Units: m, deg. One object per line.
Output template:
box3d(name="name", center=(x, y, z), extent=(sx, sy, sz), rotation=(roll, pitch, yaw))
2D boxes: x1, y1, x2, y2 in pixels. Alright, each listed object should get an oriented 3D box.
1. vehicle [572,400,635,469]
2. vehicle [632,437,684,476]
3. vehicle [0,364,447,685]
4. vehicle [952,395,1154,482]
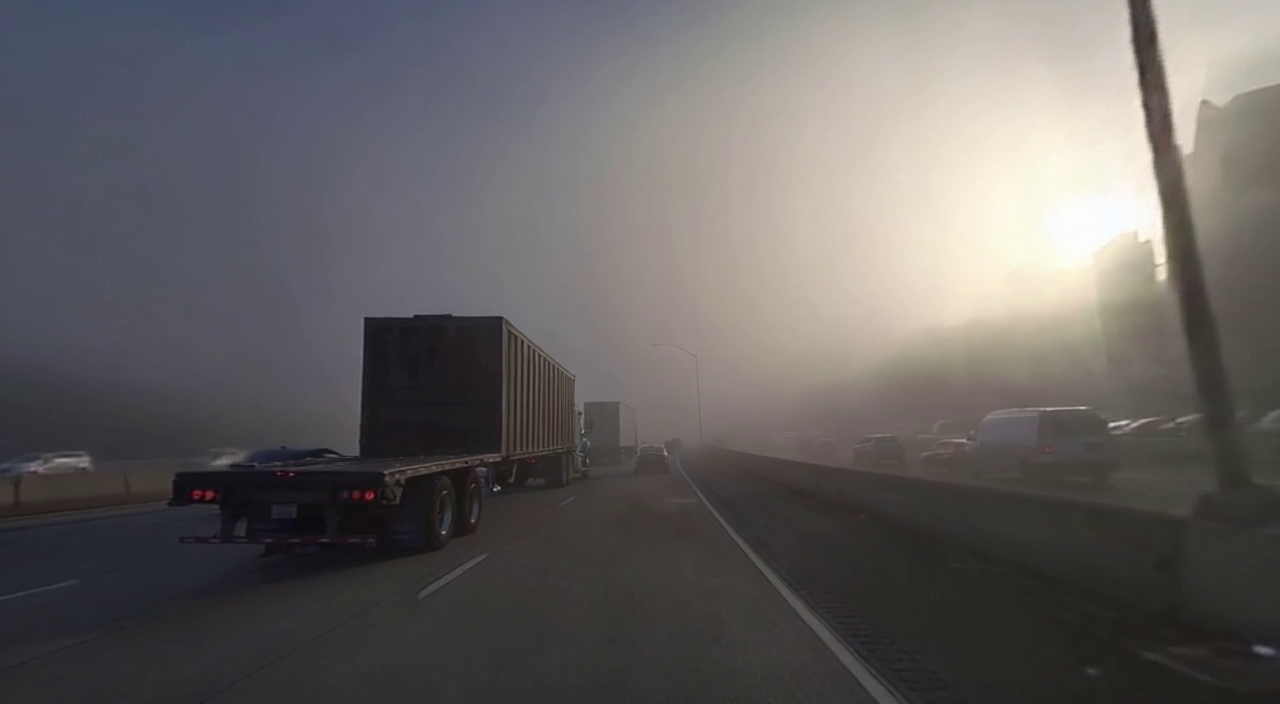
box3d(name="vehicle", center=(-2.114, 5.412, 40.788), extent=(3.073, 3.894, 9.782), rotation=(-1, -9, 3))
box3d(name="vehicle", center=(0.837, 4.718, 28.670), extent=(2.178, 1.640, 4.071), rotation=(-1, -9, 3))
box3d(name="vehicle", center=(-3.655, 1.193, 5.327), extent=(2.896, 1.779, 3.441), rotation=(0, -8, 0))
box3d(name="vehicle", center=(14.199, 3.138, 22.557), extent=(2.679, 2.597, 7.126), rotation=(-1, -8, 3))
